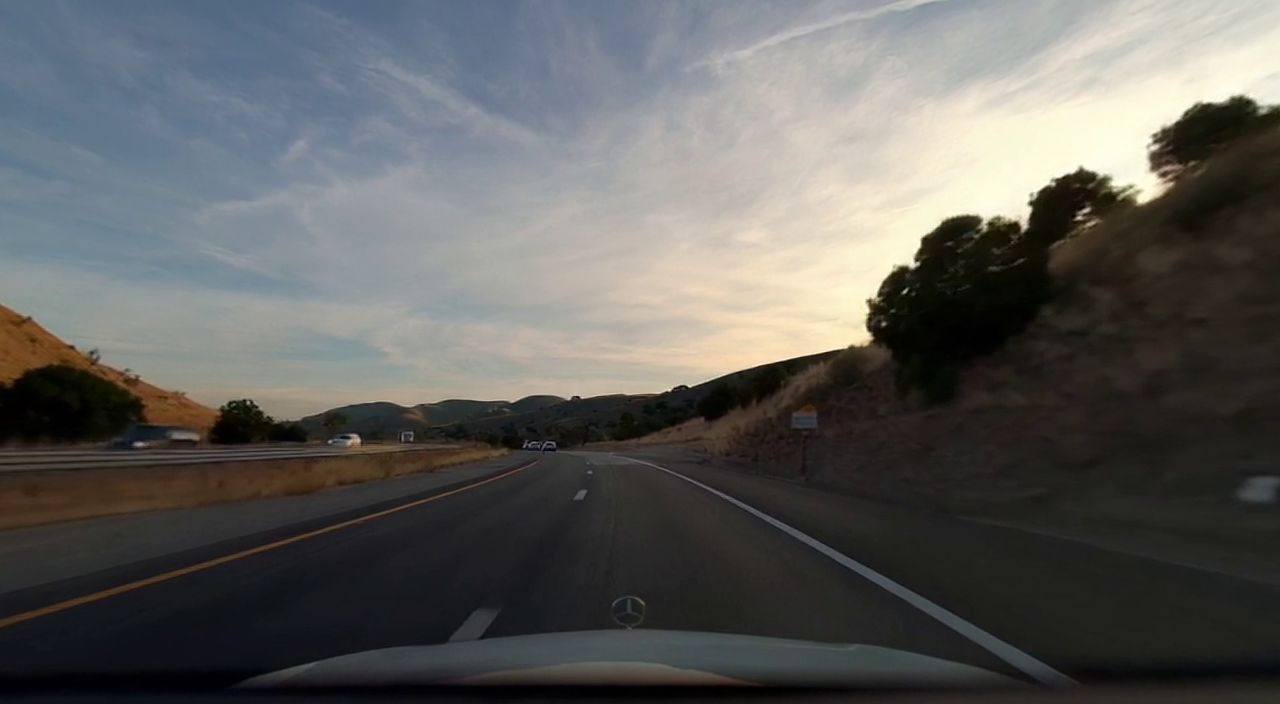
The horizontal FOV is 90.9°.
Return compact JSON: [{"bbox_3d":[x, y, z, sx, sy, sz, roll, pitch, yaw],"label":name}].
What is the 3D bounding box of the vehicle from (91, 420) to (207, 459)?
[{"bbox_3d":[-25.042,4.540,32.458,2.156,1.823,5.280,1,-9,-7],"label":"vehicle"}]
